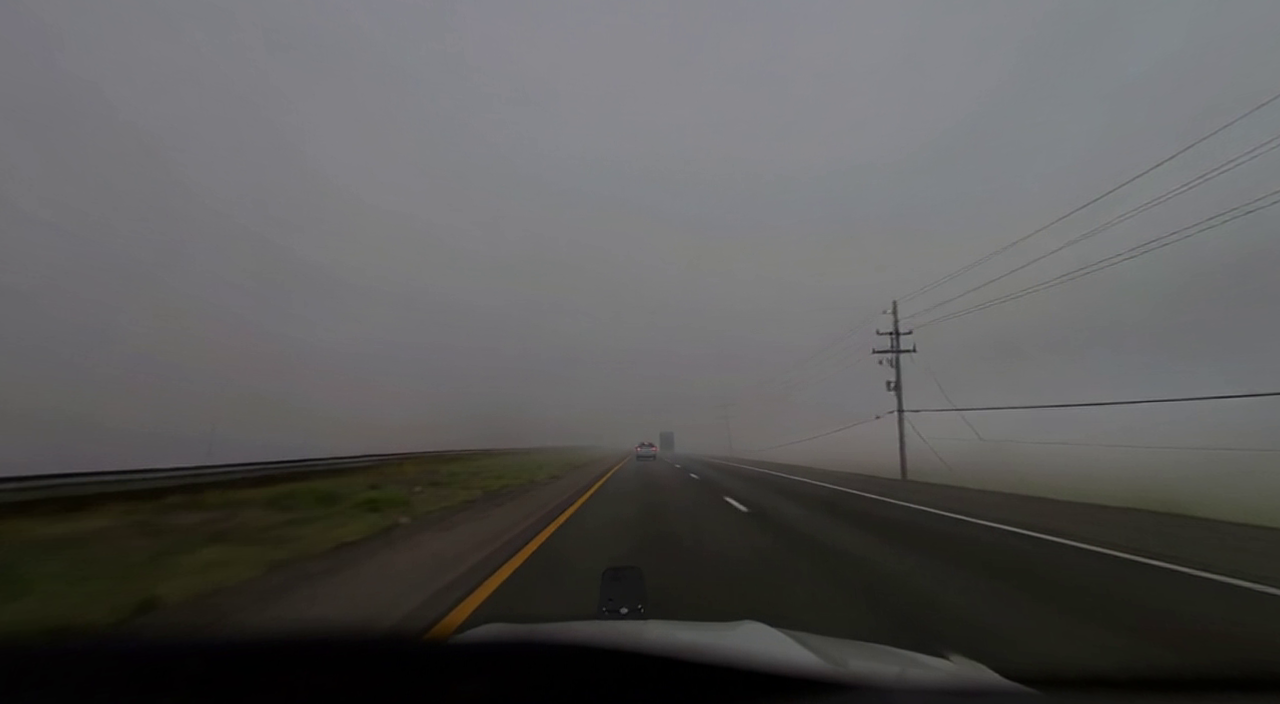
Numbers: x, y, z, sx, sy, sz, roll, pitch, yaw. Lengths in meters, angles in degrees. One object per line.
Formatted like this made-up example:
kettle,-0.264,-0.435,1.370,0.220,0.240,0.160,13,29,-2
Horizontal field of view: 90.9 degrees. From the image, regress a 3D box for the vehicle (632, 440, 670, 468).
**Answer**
vehicle,0.670,6.224,38.721,2.192,1.556,4.132,-1,-8,1
